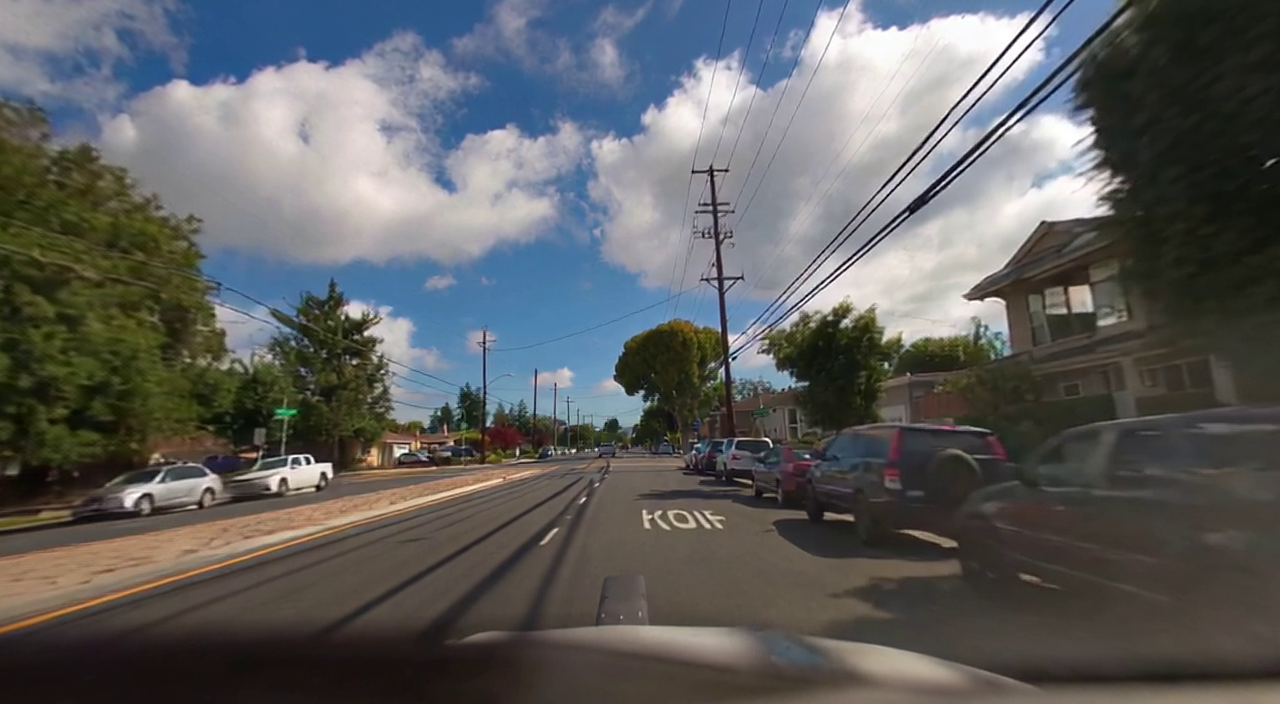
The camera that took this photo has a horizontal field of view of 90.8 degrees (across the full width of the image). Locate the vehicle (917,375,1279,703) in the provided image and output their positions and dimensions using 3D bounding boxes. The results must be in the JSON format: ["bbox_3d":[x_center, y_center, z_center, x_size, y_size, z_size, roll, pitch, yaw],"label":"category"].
[{"bbox_3d":[3.855,1.167,4.231,1.847,1.687,4.554,0,-9,-1],"label":"vehicle"}]

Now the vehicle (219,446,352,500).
[{"bbox_3d":[-13.776,4.692,25.088,2.229,1.878,5.540,1,-9,-2],"label":"vehicle"}]

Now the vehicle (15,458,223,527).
[{"bbox_3d":[-13.678,3.663,17.034,1.909,1.496,4.421,0,-9,-2],"label":"vehicle"}]
